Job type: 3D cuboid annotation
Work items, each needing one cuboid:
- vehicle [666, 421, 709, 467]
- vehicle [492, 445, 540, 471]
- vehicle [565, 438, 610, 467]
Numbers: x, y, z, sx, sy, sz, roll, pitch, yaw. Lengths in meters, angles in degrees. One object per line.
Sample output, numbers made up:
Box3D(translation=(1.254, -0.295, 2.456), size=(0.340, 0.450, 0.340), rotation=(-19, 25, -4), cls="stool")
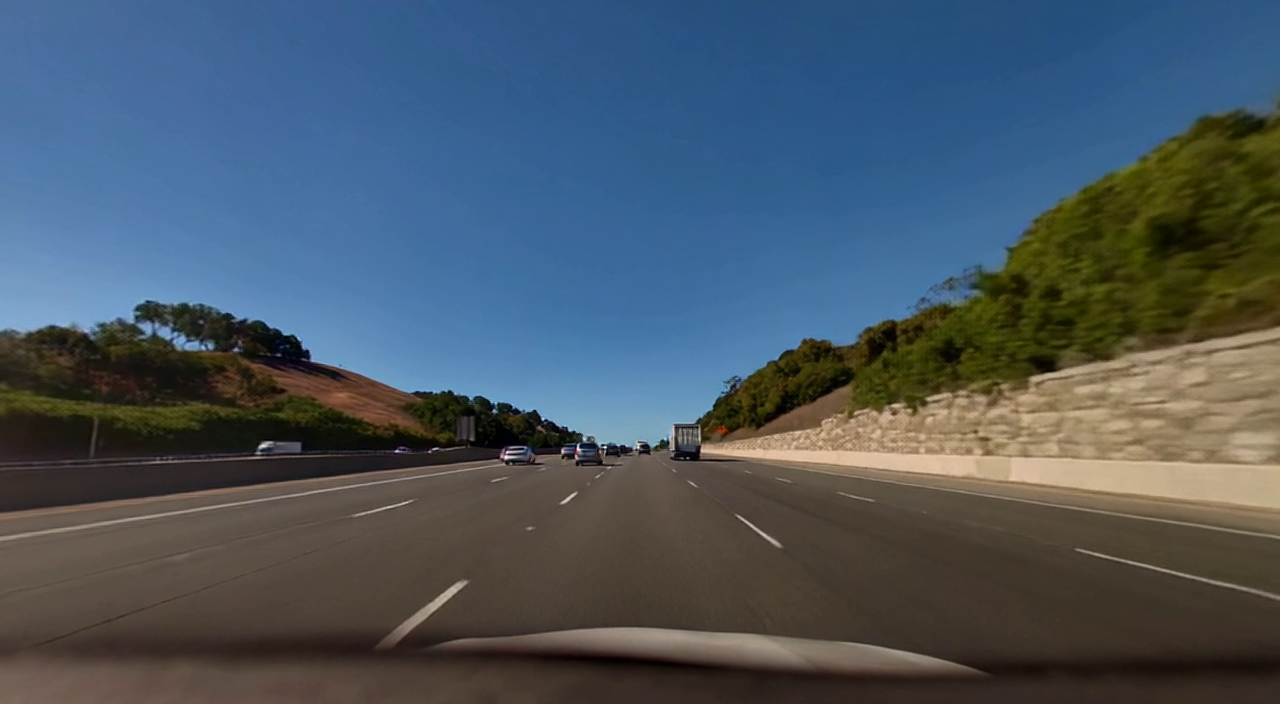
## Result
Box3D(translation=(3.503, 6.994, 48.181), size=(2.795, 3.187, 7.205), rotation=(0, -8, 0), cls="vehicle")
Box3D(translation=(-7.744, 6.650, 39.966), size=(2.102, 1.522, 4.394), rotation=(0, -8, 0), cls="vehicle")
Box3D(translation=(-3.798, 7.438, 46.894), size=(2.720, 2.041, 5.432), rotation=(0, -8, 1), cls="vehicle")
